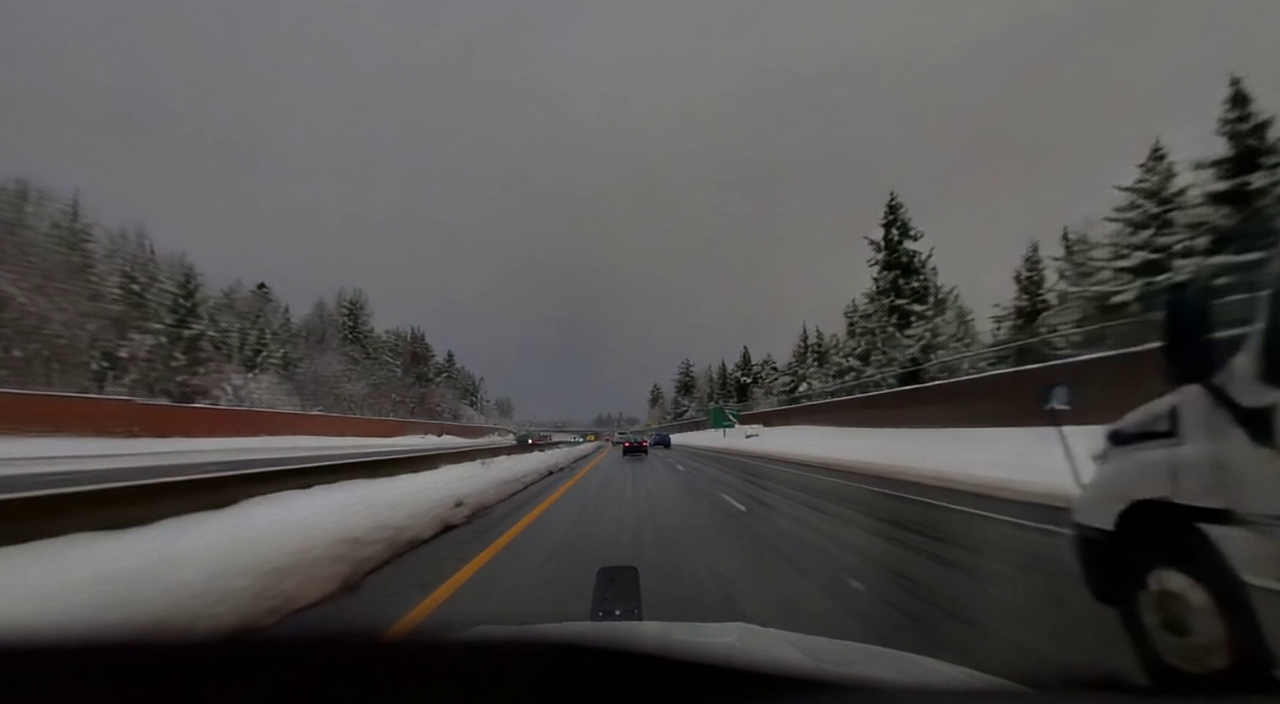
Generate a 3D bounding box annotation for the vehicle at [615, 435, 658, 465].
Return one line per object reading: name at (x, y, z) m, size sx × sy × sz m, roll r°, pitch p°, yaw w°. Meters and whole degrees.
vehicle at (-0.204, 5.175, 33.668) m, size 2.119 × 1.480 × 4.000 m, roll 0°, pitch -8°, yaw -1°

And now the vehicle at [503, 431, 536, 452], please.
vehicle at (-9.319, 6.961, 49.020) m, size 1.842 × 1.511 × 3.979 m, roll 0°, pitch -8°, yaw 0°
